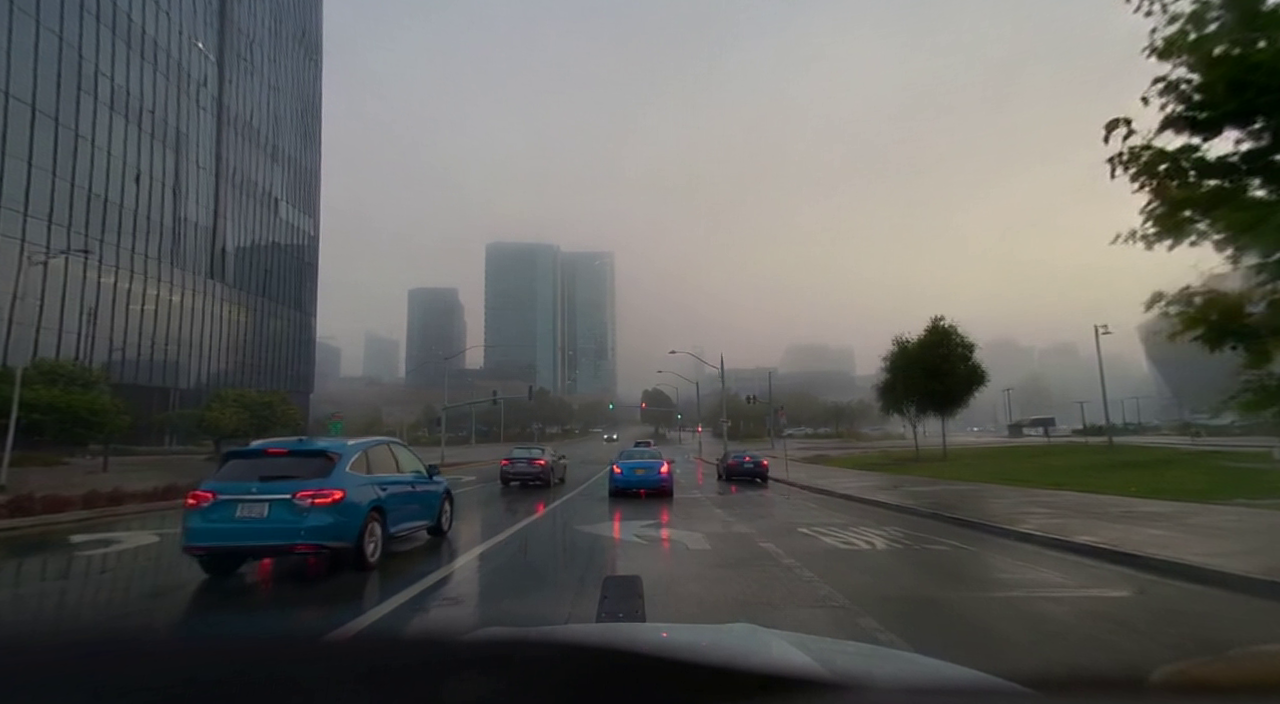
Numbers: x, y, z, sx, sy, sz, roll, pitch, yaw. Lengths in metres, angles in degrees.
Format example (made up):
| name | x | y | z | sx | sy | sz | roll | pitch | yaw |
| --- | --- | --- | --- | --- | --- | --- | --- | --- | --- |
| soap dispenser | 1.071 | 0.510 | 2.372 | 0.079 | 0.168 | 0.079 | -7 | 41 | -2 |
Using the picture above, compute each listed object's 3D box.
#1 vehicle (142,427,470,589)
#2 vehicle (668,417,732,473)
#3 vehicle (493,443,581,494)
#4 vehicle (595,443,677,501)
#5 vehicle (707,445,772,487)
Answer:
| name | x | y | z | sx | sy | sz | roll | pitch | yaw |
| --- | --- | --- | --- | --- | --- | --- | --- | --- | --- |
| vehicle | -3.740 | 1.795 | 8.119 | 1.933 | 1.520 | 4.195 | 0 | -8 | 0 |
| vehicle | 3.910 | 6.528 | 44.274 | 3.074 | 3.316 | 12.953 | 0 | -8 | -1 |
| vehicle | -3.305 | 3.818 | 21.133 | 2.044 | 1.508 | 4.479 | 0 | -8 | 2 |
| vehicle | -0.069 | 3.474 | 18.766 | 2.174 | 1.509 | 4.374 | 0 | -8 | 1 |
| vehicle | 3.931 | 4.557 | 25.544 | 1.940 | 1.514 | 4.187 | 0 | -8 | 0 |
